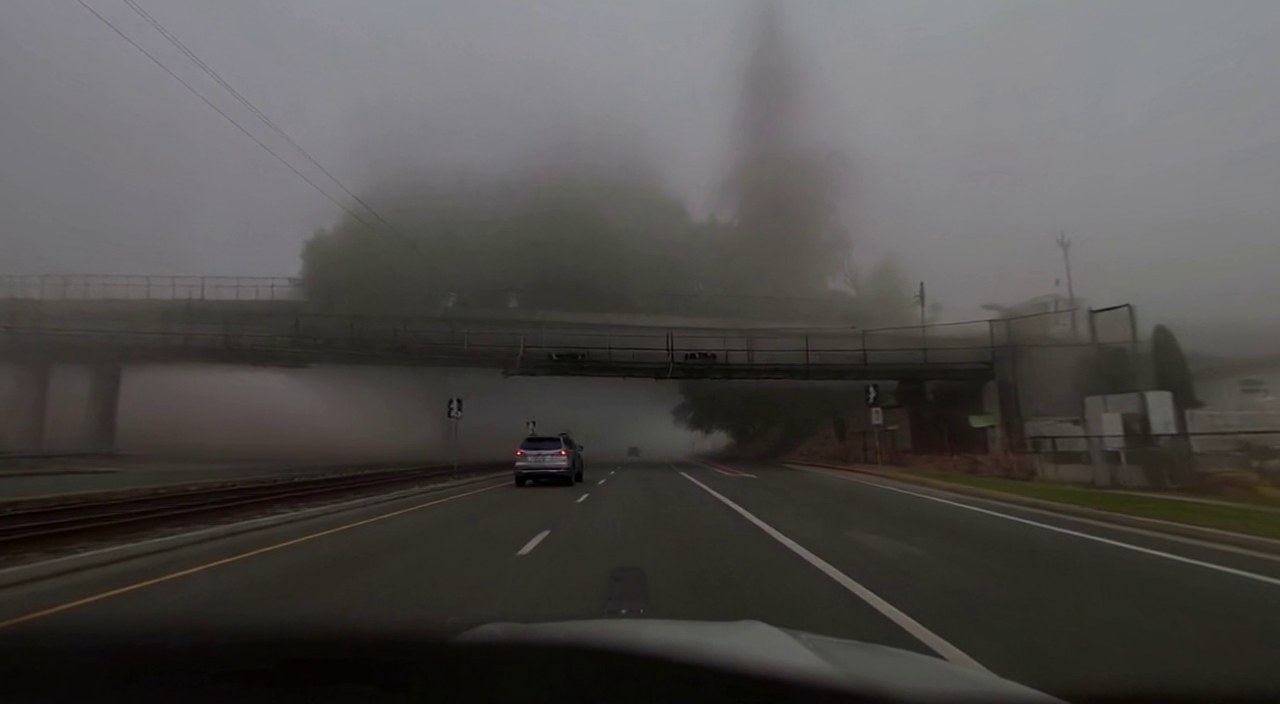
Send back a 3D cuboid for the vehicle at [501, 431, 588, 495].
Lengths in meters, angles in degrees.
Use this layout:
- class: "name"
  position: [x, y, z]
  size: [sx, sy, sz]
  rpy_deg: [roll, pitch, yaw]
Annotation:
- class: "vehicle"
  position: [-2.788, 3.362, 19.346]
  size: [1.882, 1.704, 4.335]
  rpy_deg: [-1, -9, 2]
